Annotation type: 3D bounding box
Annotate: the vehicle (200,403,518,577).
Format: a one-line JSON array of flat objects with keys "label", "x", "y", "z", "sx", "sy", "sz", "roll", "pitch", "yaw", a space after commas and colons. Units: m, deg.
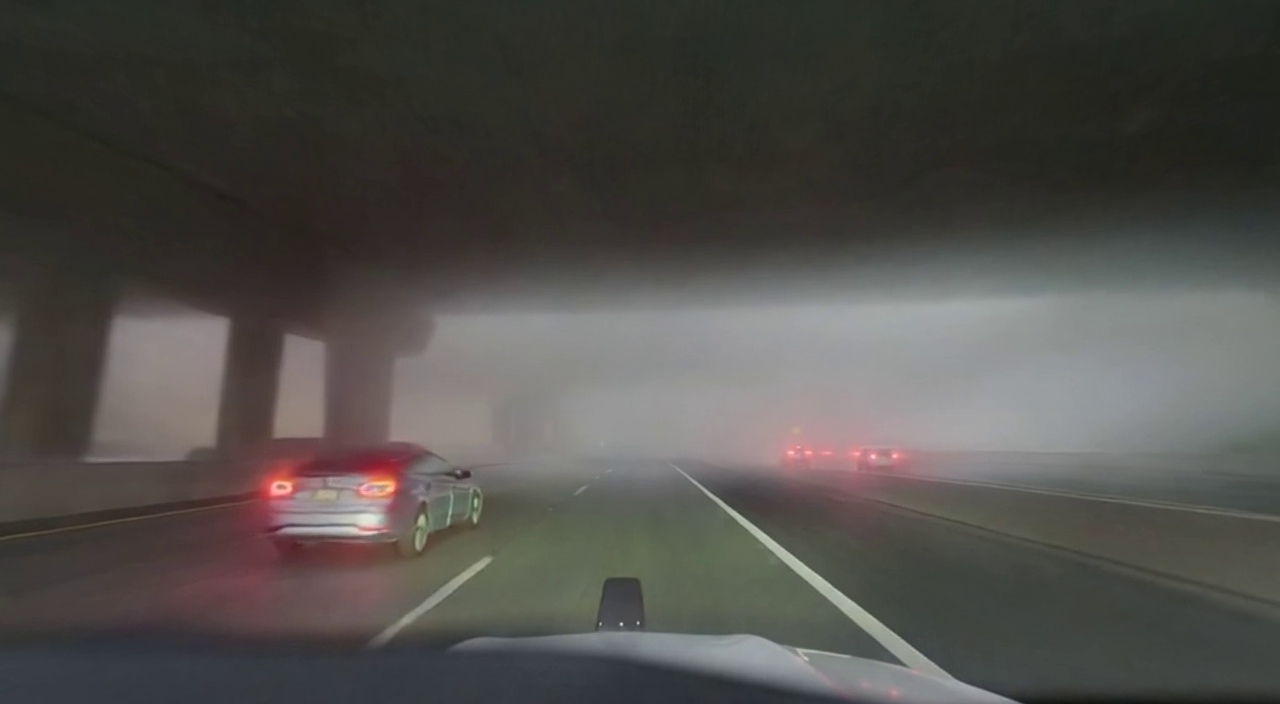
[{"label": "vehicle", "x": -3.283, "y": 1.729, "z": 8.700, "sx": 2.203, "sy": 1.734, "sz": 4.600, "roll": 0, "pitch": -9, "yaw": 1}]
